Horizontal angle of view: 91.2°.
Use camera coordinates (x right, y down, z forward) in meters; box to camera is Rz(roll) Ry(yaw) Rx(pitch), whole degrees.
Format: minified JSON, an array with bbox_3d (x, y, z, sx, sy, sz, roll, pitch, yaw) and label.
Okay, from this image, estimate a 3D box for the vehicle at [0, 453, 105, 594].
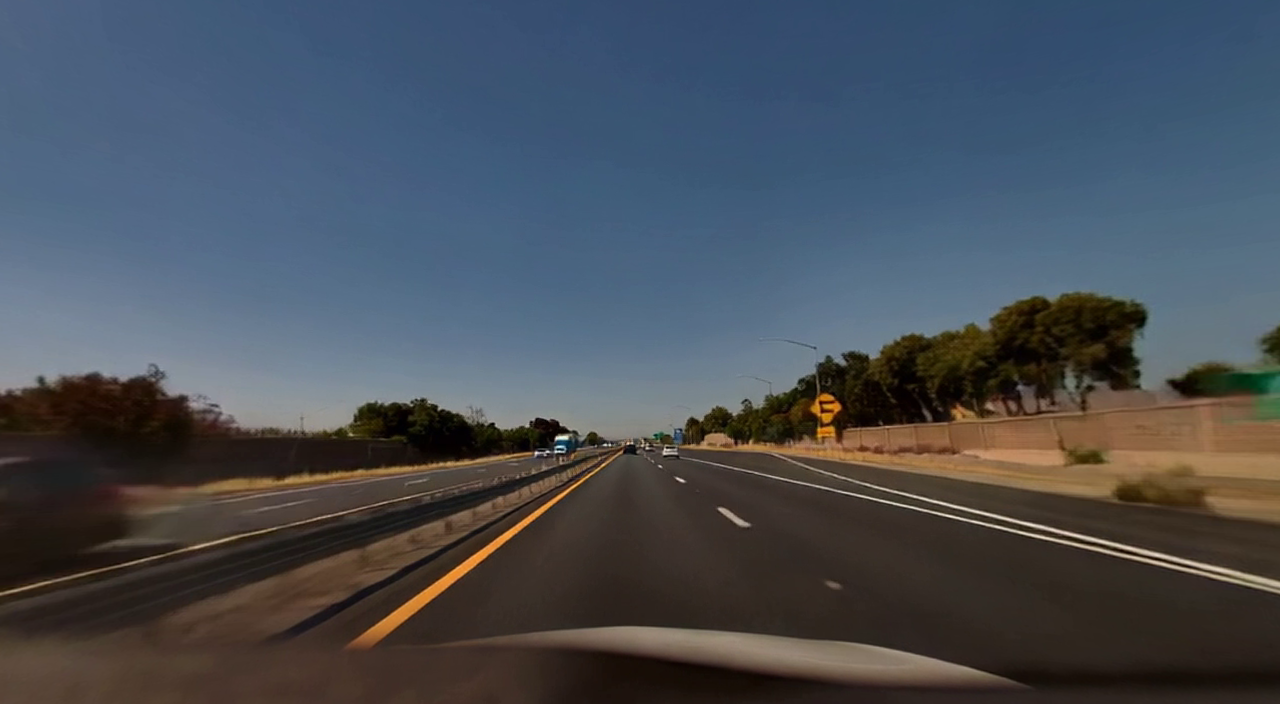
[{"bbox_3d":[-8.260,1.847,6.318,1.961,1.587,4.391,0,-9,-3],"label":"vehicle"}]
